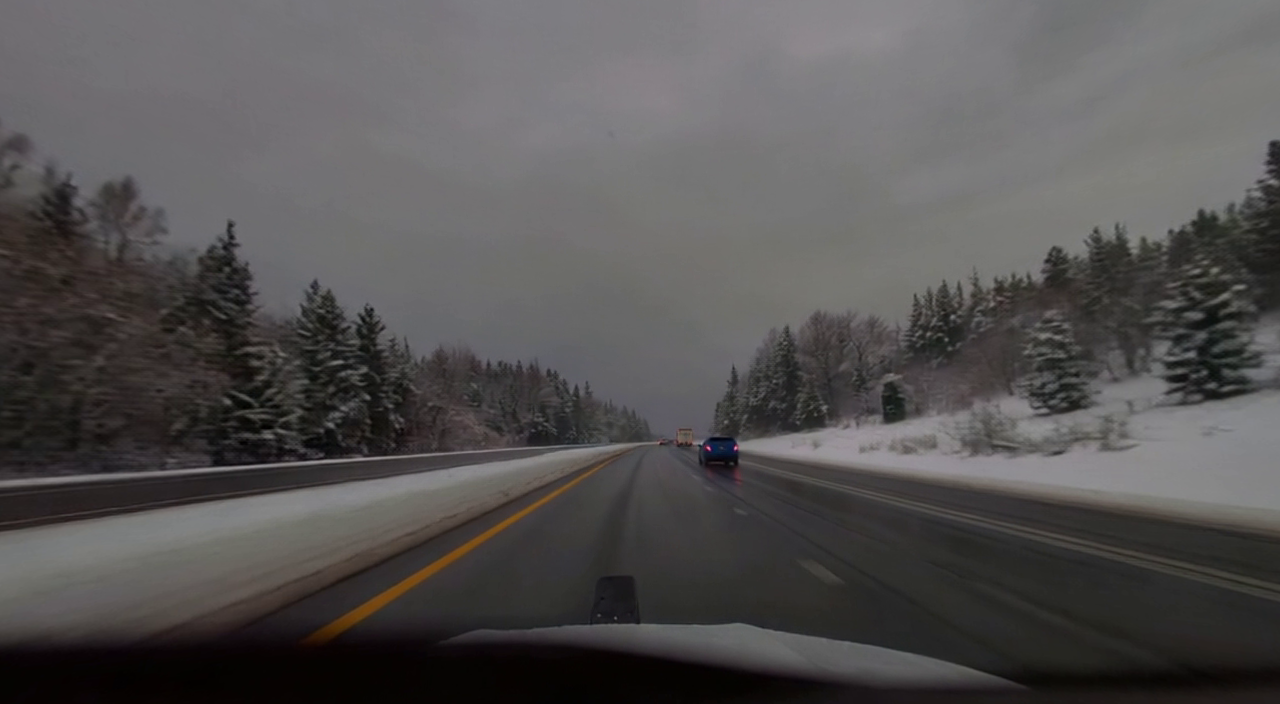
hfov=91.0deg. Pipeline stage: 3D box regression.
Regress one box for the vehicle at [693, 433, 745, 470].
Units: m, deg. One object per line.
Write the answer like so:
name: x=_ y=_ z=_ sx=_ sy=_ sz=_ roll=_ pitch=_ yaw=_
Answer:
vehicle: x=3.811 y=4.870 z=31.094 sx=2.022 sy=1.663 sz=4.245 roll=0 pitch=-8 yaw=0
